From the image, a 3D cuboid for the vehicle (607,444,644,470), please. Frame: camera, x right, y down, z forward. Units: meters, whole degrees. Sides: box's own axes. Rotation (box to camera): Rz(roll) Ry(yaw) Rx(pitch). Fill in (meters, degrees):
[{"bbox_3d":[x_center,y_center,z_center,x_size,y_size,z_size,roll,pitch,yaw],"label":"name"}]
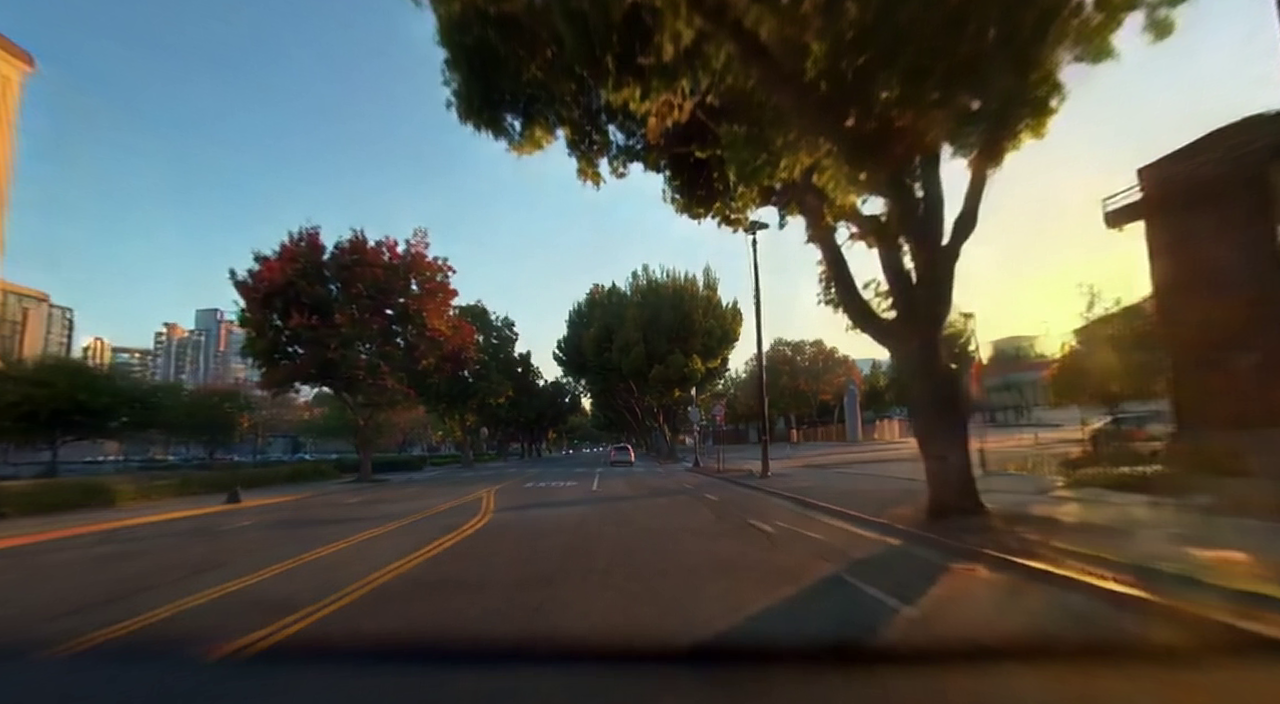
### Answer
[{"bbox_3d":[-0.928,6.405,38.671,2.131,1.474,4.146,1,-8,-3],"label":"vehicle"}]
